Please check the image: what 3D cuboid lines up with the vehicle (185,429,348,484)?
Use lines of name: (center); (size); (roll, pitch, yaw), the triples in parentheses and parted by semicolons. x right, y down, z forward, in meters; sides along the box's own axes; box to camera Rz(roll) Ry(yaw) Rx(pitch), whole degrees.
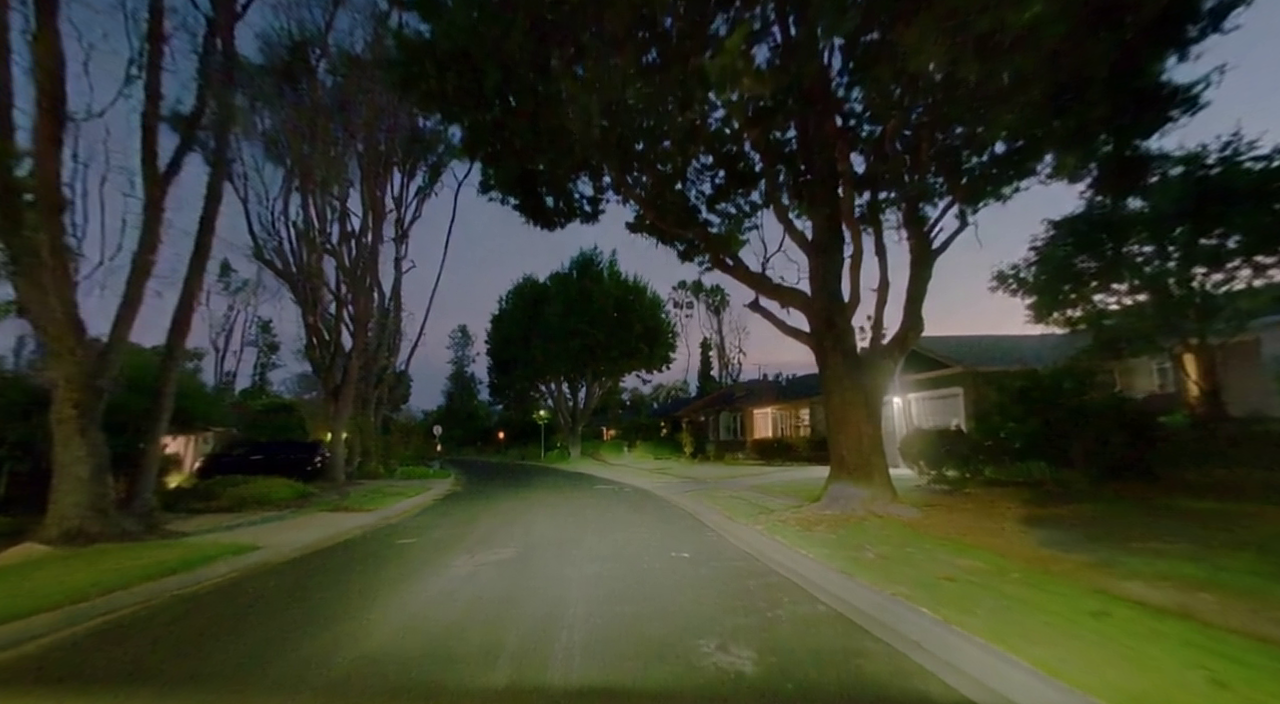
vehicle: (-13.625, 3.808, 23.412); (4.961, 1.757, 1.971); (2, -9, -24)
